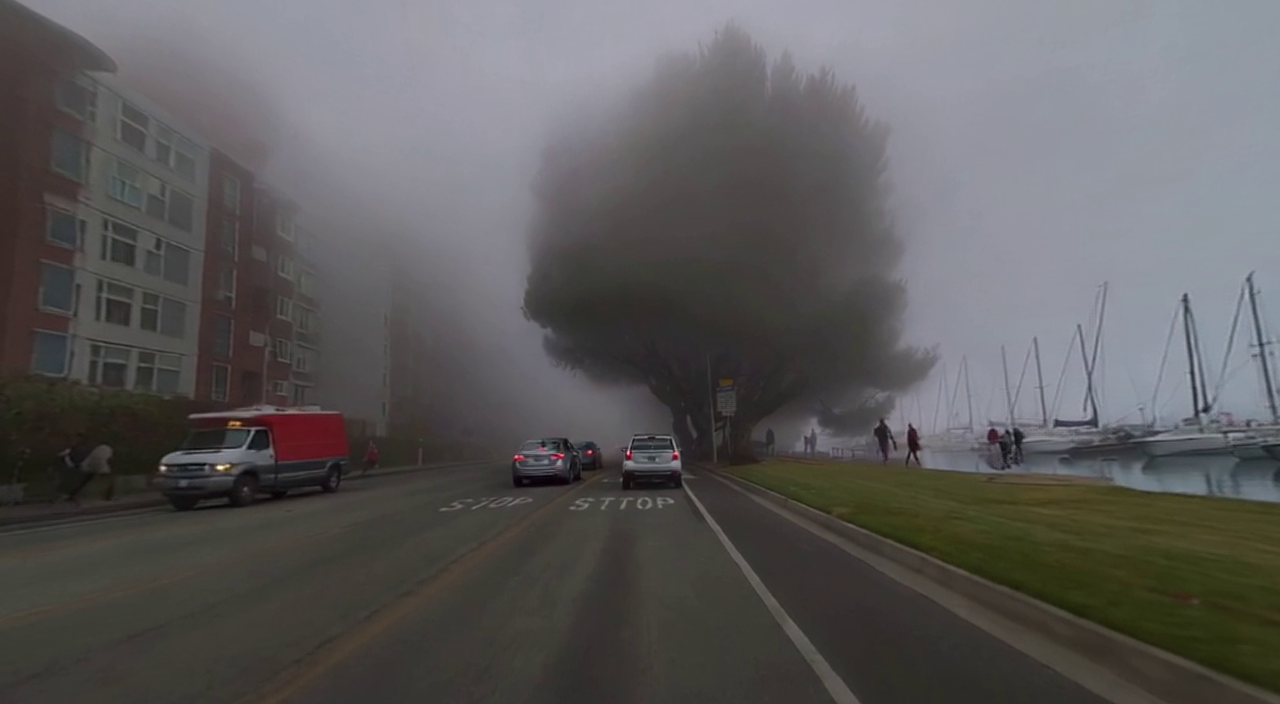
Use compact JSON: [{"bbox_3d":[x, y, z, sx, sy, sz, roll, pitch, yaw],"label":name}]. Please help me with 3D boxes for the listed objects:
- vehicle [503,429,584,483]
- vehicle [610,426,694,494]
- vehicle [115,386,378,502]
[{"bbox_3d":[-3.236,3.612,22.064,2.056,1.680,4.205,-1,-8,1],"label":"vehicle"},{"bbox_3d":[0.296,2.919,17.296,2.057,1.624,3.726,0,-8,0],"label":"vehicle"},{"bbox_3d":[-13.181,3.304,22.678,2.924,3.288,9.352,-1,-8,4],"label":"vehicle"}]
